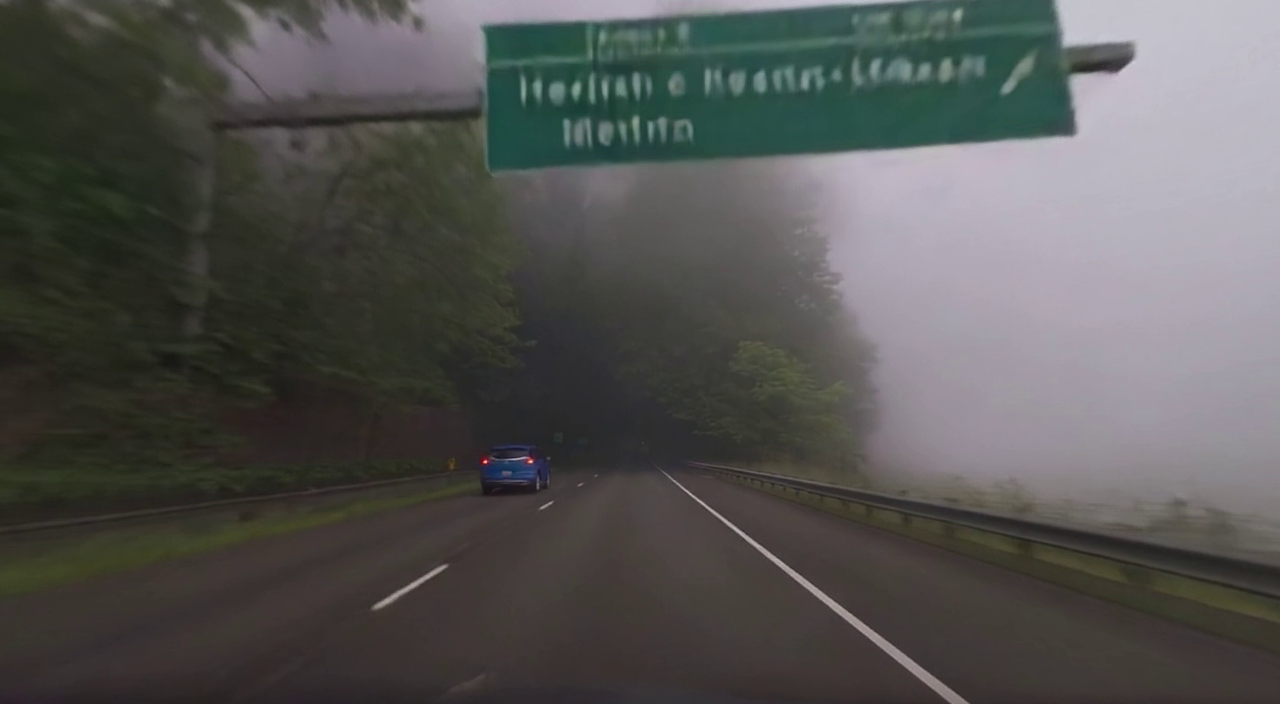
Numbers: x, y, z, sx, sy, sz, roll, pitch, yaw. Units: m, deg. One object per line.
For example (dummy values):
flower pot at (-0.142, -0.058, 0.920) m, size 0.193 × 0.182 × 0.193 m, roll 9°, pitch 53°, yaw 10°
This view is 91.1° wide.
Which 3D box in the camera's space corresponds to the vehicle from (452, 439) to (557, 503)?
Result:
vehicle at (-3.816, 3.440, 18.575) m, size 2.104 × 1.626 × 4.283 m, roll -1°, pitch -9°, yaw 1°
